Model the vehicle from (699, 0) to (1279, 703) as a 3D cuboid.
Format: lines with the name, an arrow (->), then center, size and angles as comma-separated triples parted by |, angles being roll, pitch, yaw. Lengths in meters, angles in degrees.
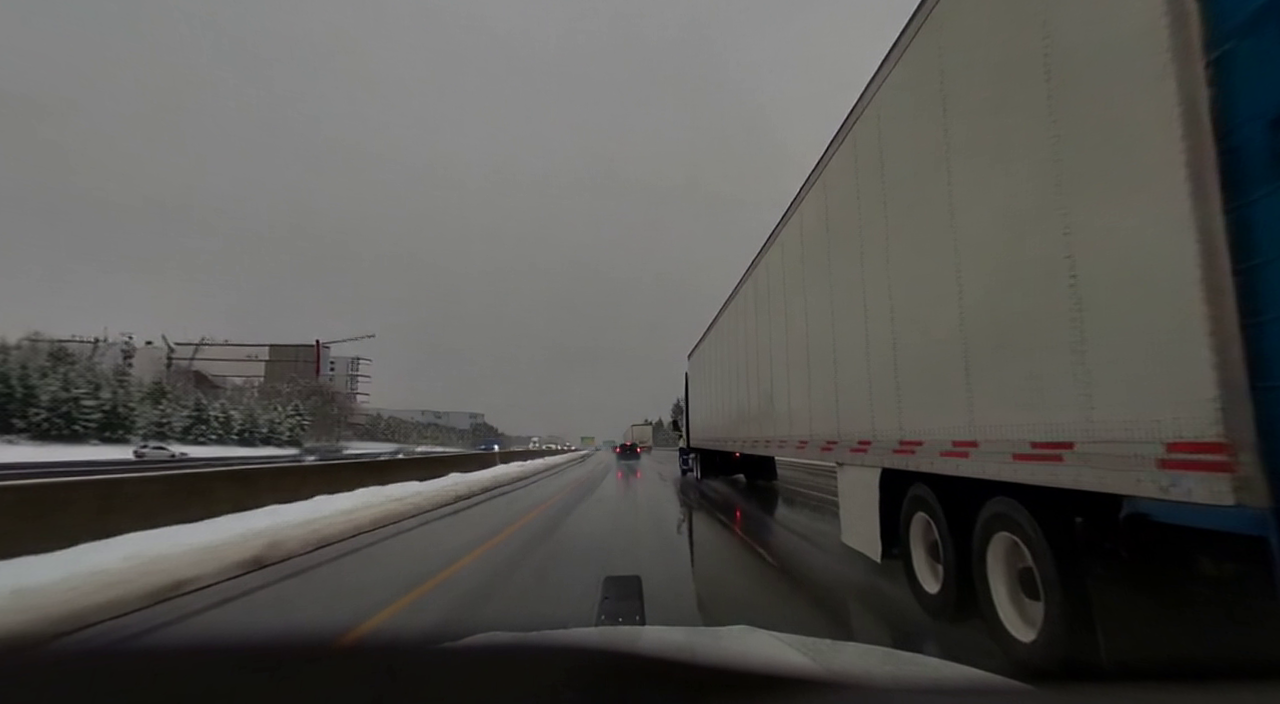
vehicle -> 3.315, 0.591, 9.369 | 2.996, 4.123, 15.965 | 0, -9, -1

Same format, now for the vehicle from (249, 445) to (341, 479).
vehicle -> -16.668, 5.311, 30.828 | 2.134, 1.489, 4.523 | 0, -9, -3

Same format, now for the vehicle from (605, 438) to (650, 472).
vehicle -> -0.663, 5.420, 33.409 | 2.191, 1.685, 4.015 | 0, -9, -1
